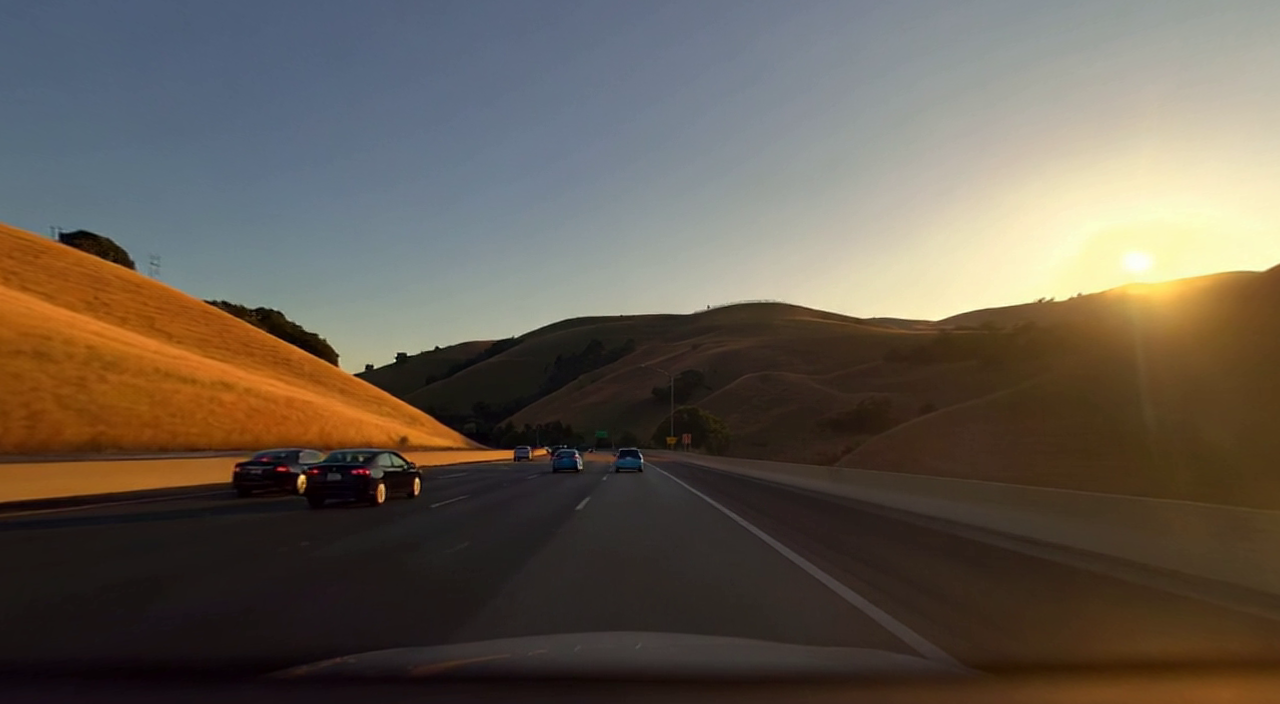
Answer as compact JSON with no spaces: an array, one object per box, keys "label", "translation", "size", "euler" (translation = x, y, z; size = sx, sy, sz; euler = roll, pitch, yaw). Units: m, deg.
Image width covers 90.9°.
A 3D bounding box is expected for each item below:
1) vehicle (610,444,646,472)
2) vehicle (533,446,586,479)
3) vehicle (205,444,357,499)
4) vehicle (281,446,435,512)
[{"label":"vehicle","translation":[-0.806,6.804,40.838],"size":[2.225,1.674,4.044],"euler":[0,-8,-2]},{"label":"vehicle","translation":[-3.943,5.492,31.641],"size":[2.144,1.505,4.649],"euler":[0,-8,-1]},{"label":"vehicle","translation":[-11.224,3.730,20.239],"size":[2.048,1.501,4.898],"euler":[0,-8,-1]},{"label":"vehicle","translation":[-6.937,3.130,16.119],"size":[1.991,1.441,4.265],"euler":[0,-8,-1]}]
